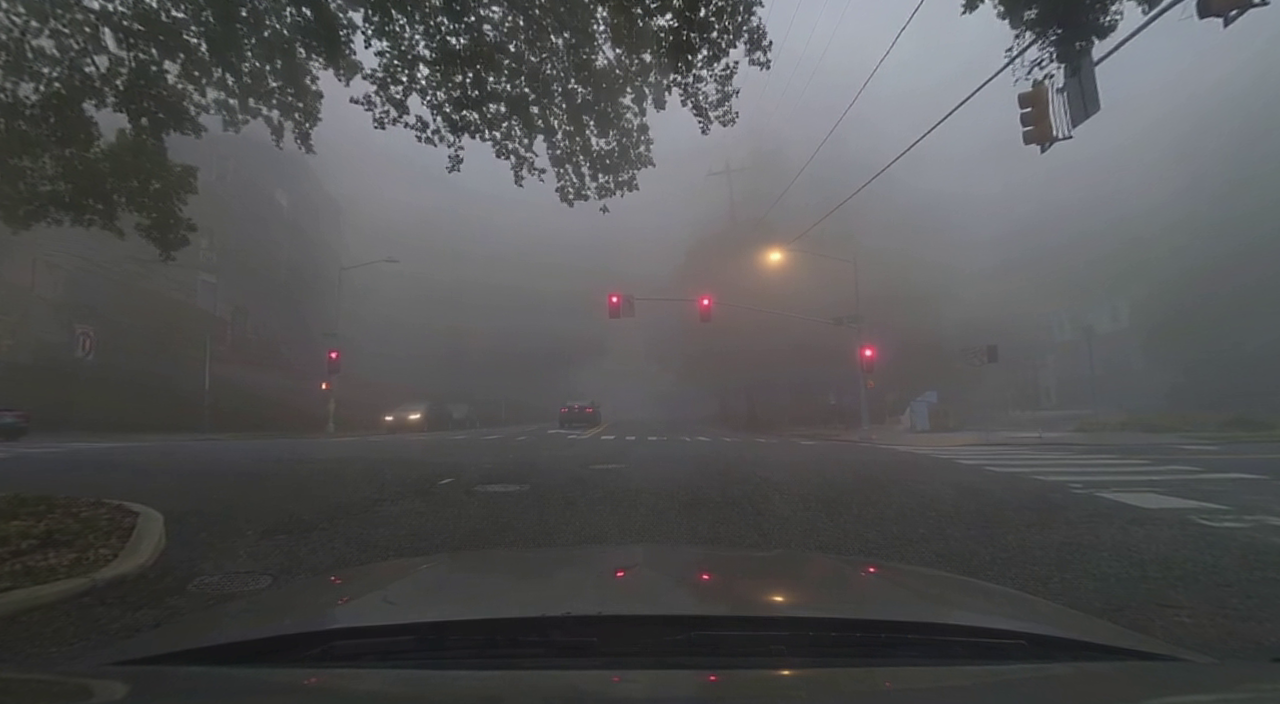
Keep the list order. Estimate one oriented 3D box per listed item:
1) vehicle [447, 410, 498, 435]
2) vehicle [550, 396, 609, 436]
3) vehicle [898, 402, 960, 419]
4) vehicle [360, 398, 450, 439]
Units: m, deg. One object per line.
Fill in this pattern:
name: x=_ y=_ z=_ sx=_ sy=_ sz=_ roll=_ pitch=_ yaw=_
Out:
vehicle: x=-10.986 y=4.718 z=41.836 sx=1.899 sy=1.510 sz=4.294 roll=-1 pitch=-9 yaw=4
vehicle: x=-3.178 y=3.592 z=34.583 sx=2.306 sy=1.907 sz=5.382 roll=-1 pitch=-9 yaw=5
vehicle: x=22.349 y=4.524 z=48.948 sx=3.933 sy=1.219 sz=1.700 roll=0 pitch=-9 yaw=4
vehicle: x=-12.276 y=3.596 z=33.424 sx=2.340 sy=1.902 sz=4.920 roll=-1 pitch=-9 yaw=8
